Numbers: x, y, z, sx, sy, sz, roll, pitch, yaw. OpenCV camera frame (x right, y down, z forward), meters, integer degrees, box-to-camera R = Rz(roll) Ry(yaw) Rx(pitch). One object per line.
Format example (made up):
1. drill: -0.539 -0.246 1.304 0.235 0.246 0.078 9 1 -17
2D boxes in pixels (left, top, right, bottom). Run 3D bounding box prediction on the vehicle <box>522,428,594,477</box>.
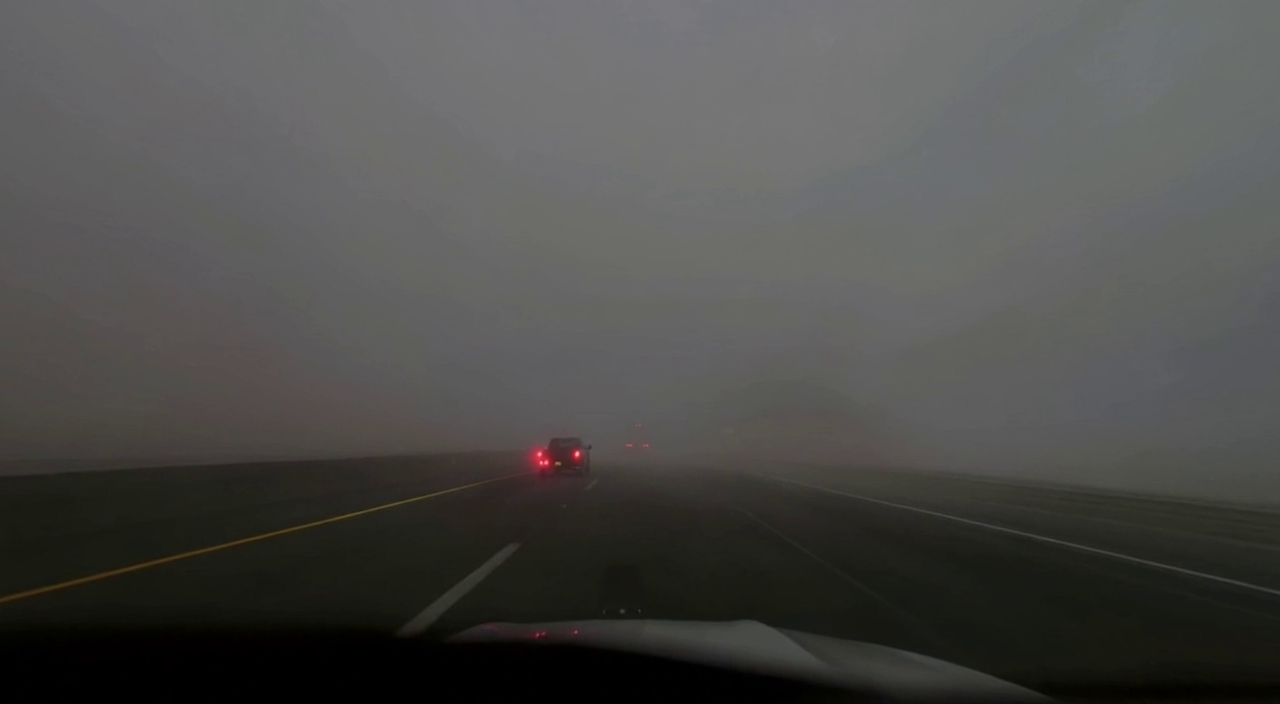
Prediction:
1. vehicle: -3.495 4.451 28.054 2.379 1.918 5.504 0 -8 1
